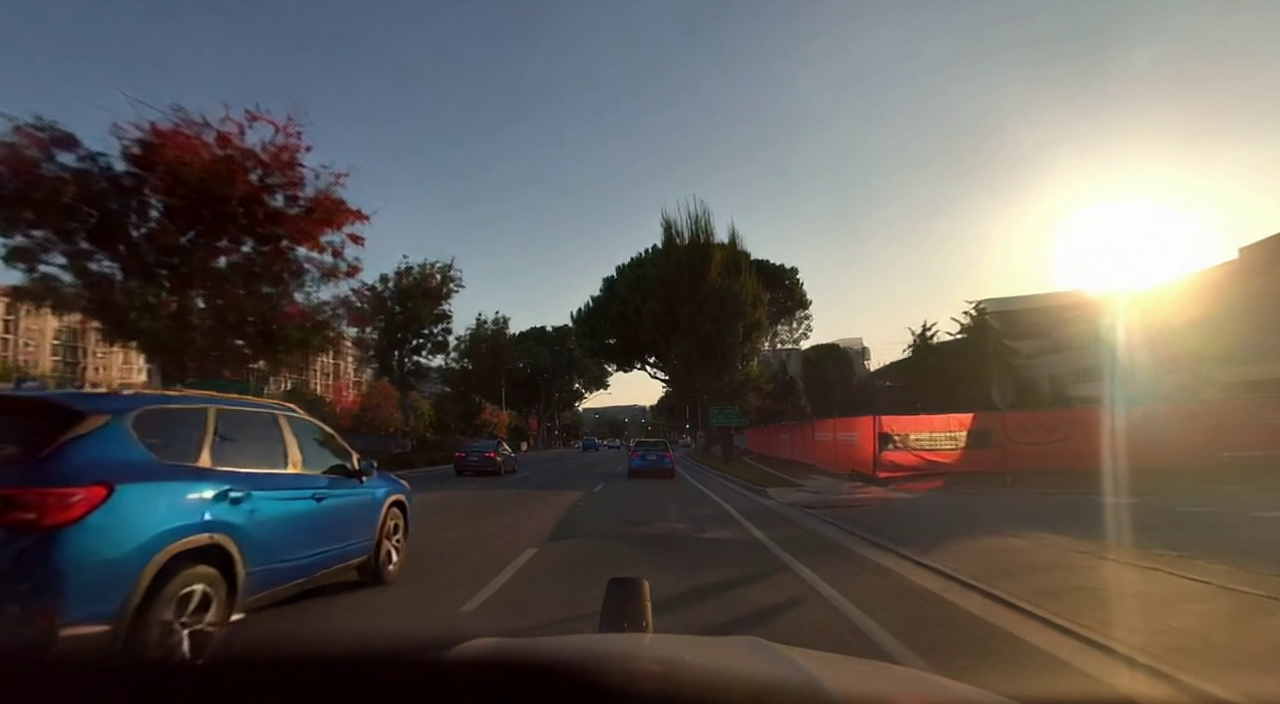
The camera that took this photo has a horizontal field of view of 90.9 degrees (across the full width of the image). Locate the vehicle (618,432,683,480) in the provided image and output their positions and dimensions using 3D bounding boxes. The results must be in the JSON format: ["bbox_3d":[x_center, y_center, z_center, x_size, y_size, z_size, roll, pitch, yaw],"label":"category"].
[{"bbox_3d":[0.376,3.918,23.985,2.227,1.654,4.091,0,-8,0],"label":"vehicle"}]

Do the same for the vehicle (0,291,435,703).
[{"bbox_3d":[-3.422,1.007,4.459,2.157,1.824,4.986,0,-8,1],"label":"vehicle"}]

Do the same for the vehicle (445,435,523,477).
[{"bbox_3d":[-6.060,4.095,25.033,1.877,1.479,4.430,0,-8,2],"label":"vehicle"}]
